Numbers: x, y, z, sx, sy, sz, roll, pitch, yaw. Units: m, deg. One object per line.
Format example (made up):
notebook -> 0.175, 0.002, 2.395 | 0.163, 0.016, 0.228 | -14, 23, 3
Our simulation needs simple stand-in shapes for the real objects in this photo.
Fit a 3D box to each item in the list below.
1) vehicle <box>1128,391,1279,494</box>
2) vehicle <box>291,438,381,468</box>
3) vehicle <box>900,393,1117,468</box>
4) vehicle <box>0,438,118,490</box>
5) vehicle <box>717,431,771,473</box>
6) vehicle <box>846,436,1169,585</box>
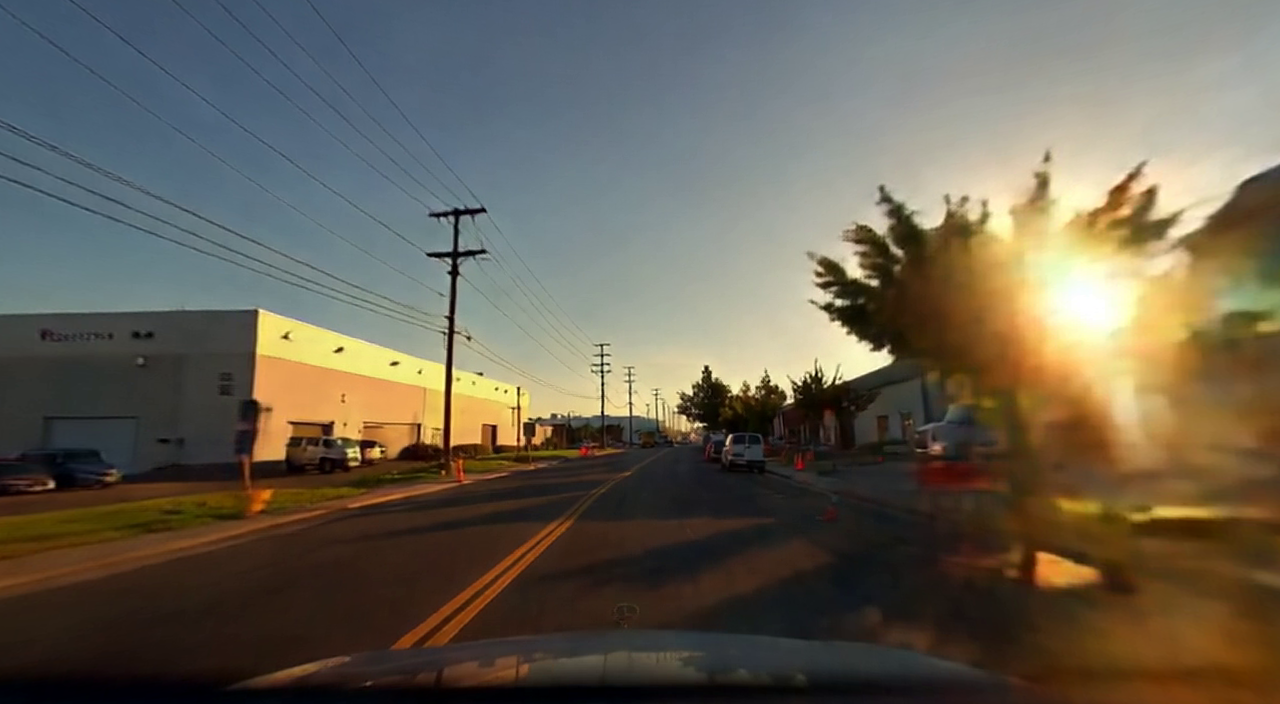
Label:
vehicle -> 11.460, 1.593, 10.953 | 1.913, 1.672, 4.770 | 2, -8, -5
vehicle -> -17.942, 5.964, 37.644 | 2.102, 1.628, 5.130 | -2, -8, 10
vehicle -> 12.805, 2.822, 22.387 | 6.092, 2.433, 2.196 | -1, -8, 5
vehicle -> -23.270, 4.264, 24.251 | 4.417, 1.867, 2.030 | 1, -8, -6
vehicle -> 5.279, 5.164, 32.764 | 2.010, 1.985, 5.124 | -1, -8, 1
vehicle -> 4.559, 1.968, 8.747 | 1.918, 1.543, 4.028 | 0, -8, -2
